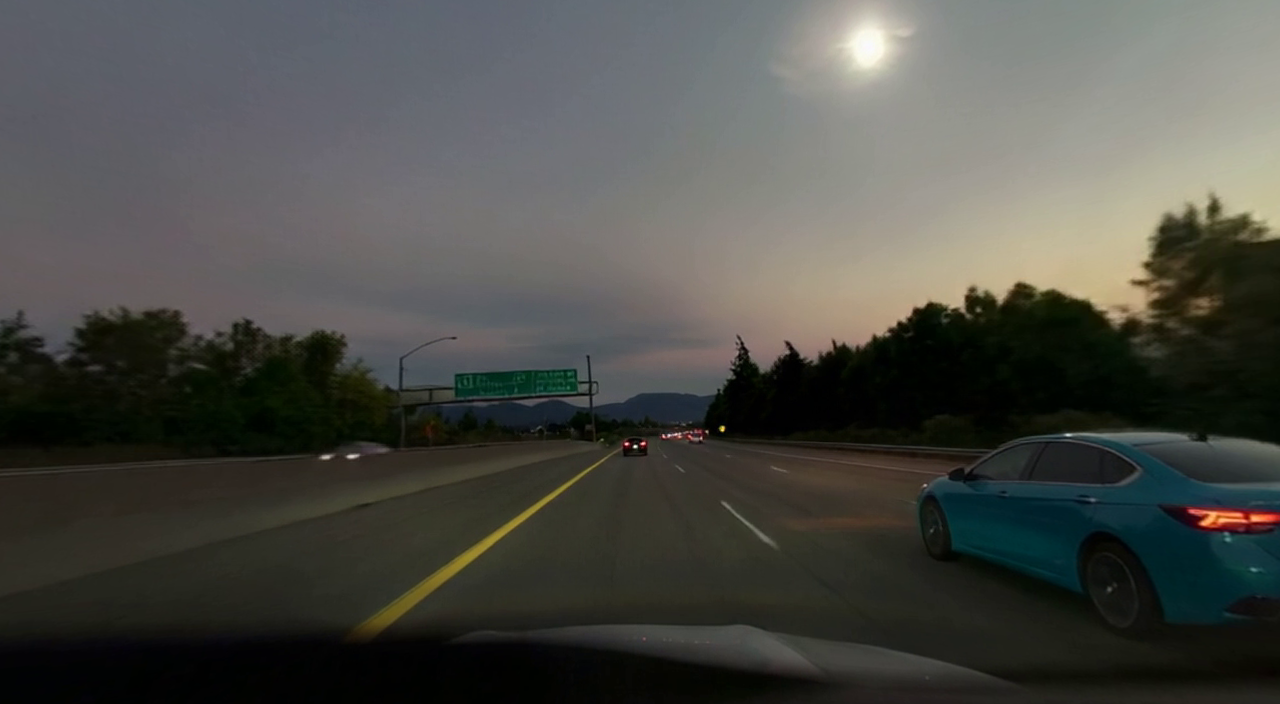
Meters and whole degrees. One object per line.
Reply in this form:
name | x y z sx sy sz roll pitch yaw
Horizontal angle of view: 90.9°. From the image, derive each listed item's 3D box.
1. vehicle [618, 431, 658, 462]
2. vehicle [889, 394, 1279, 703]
vehicle | -0.148 5.094 34.086 2.046 1.526 3.903 0 -8 -1
vehicle | 3.875 1.194 4.783 1.981 1.467 4.459 0 -8 -3
